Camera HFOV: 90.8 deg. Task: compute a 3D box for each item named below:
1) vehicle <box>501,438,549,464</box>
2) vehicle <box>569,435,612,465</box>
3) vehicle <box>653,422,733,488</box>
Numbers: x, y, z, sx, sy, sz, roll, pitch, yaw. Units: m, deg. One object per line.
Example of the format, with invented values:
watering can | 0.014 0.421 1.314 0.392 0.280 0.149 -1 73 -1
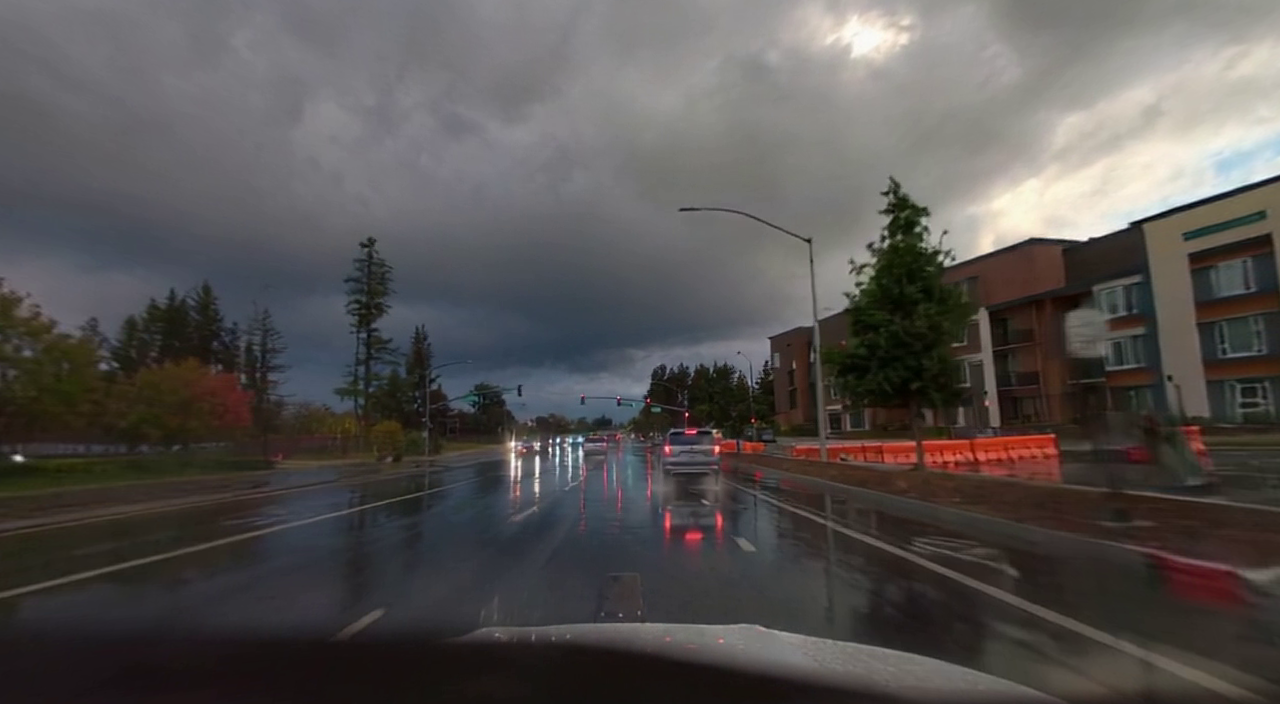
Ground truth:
vehicle | -6.953 6.058 38.678 1.928 1.488 4.635 0 -8 2
vehicle | -2.871 5.764 37.349 2.121 1.654 3.993 0 -8 1
vehicle | 1.526 3.207 19.971 2.197 1.835 4.316 0 -8 0
